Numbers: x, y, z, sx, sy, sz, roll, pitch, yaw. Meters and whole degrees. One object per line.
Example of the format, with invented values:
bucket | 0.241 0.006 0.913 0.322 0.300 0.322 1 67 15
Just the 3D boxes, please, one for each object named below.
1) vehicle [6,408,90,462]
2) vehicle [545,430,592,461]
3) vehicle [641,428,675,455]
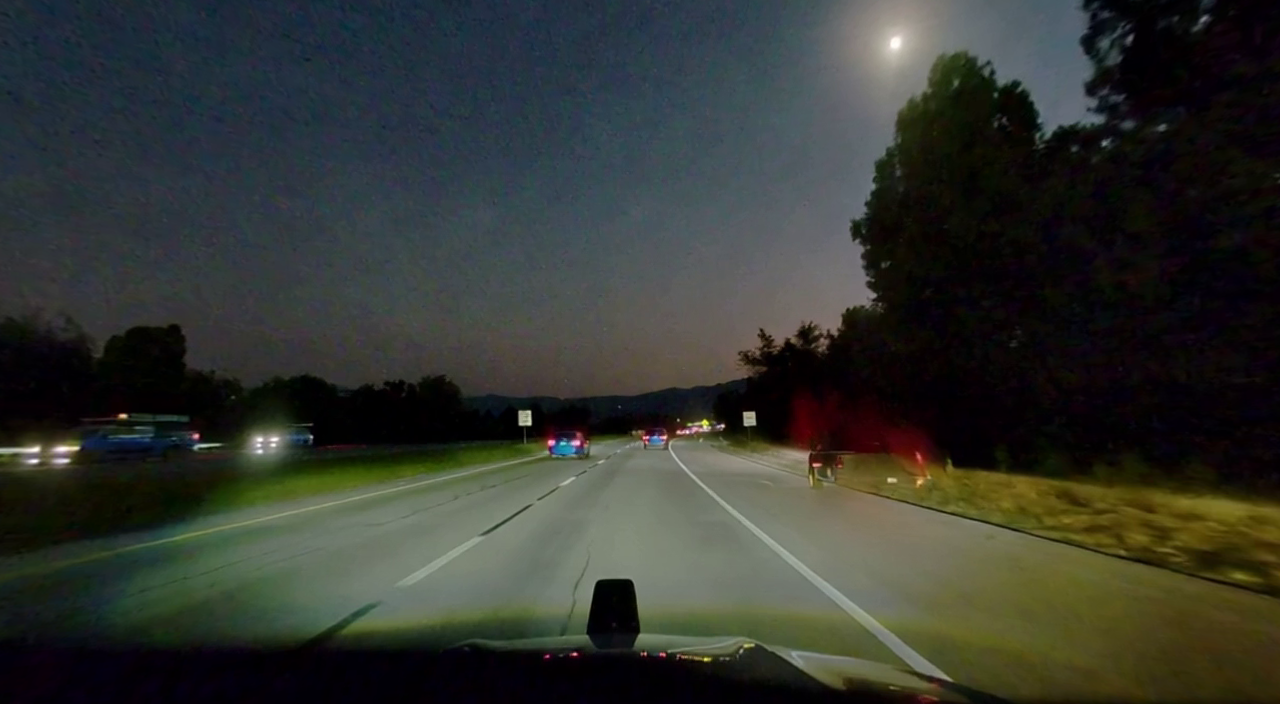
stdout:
vehicle | -43.915 6.150 46.825 2.910 3.837 3.156 1 -8 -6
vehicle | -3.590 4.791 32.444 1.950 1.518 3.941 0 -8 0
vehicle | 1.084 5.668 39.869 2.041 1.618 3.898 0 -8 0
